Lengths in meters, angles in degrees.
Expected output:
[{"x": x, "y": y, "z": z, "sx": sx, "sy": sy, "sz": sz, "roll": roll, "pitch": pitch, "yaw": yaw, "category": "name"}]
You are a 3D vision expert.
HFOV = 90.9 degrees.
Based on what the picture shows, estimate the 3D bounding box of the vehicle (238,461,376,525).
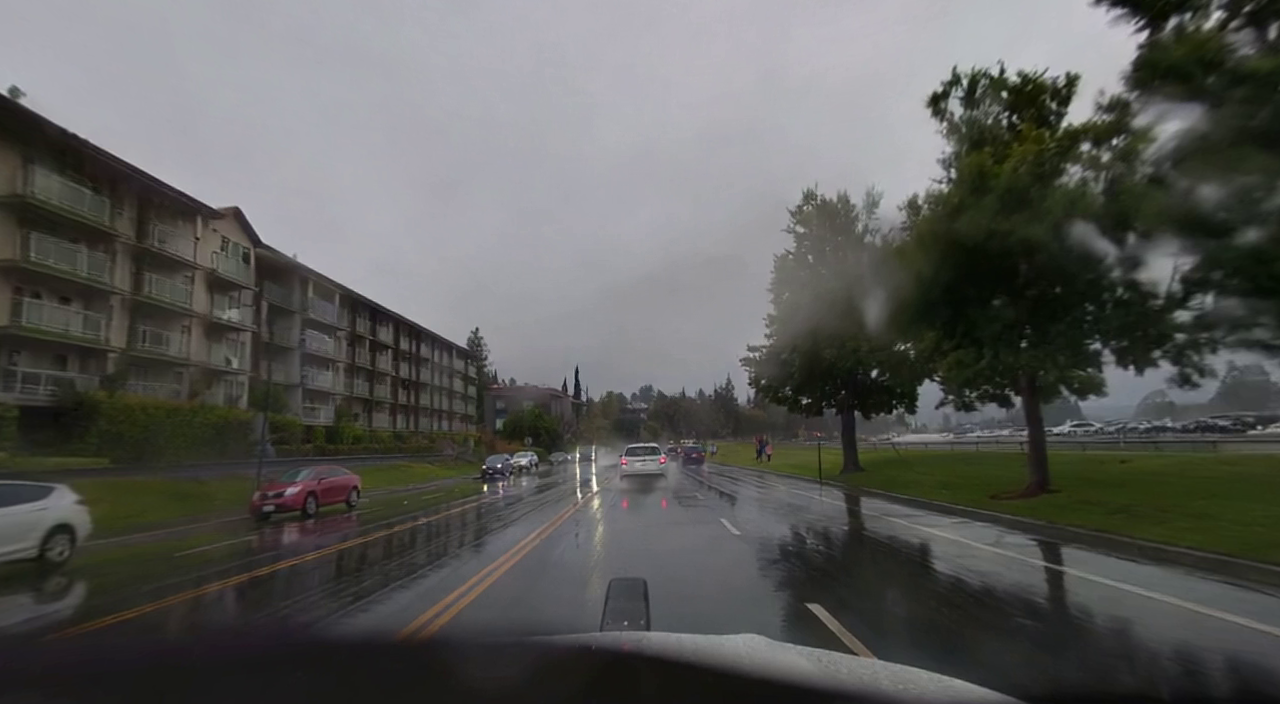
[{"x": -10.390, "y": 4.381, "z": 20.068, "sx": 1.955, "sy": 1.467, "sz": 4.467, "roll": -7, "pitch": -9, "yaw": 0, "category": "vehicle"}]

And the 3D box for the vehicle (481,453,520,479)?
[{"x": -10.080, "y": 8.202, "z": 45.757, "sx": 1.932, "sy": 1.607, "sz": 4.191, "roll": -3, "pitch": -8, "yaw": -2, "category": "vehicle"}]

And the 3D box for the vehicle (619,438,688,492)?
[{"x": 0.390, "y": 3.772, "z": 21.390, "sx": 2.132, "sy": 1.632, "sz": 3.838, "roll": 0, "pitch": -9, "yaw": -1, "category": "vehicle"}]
